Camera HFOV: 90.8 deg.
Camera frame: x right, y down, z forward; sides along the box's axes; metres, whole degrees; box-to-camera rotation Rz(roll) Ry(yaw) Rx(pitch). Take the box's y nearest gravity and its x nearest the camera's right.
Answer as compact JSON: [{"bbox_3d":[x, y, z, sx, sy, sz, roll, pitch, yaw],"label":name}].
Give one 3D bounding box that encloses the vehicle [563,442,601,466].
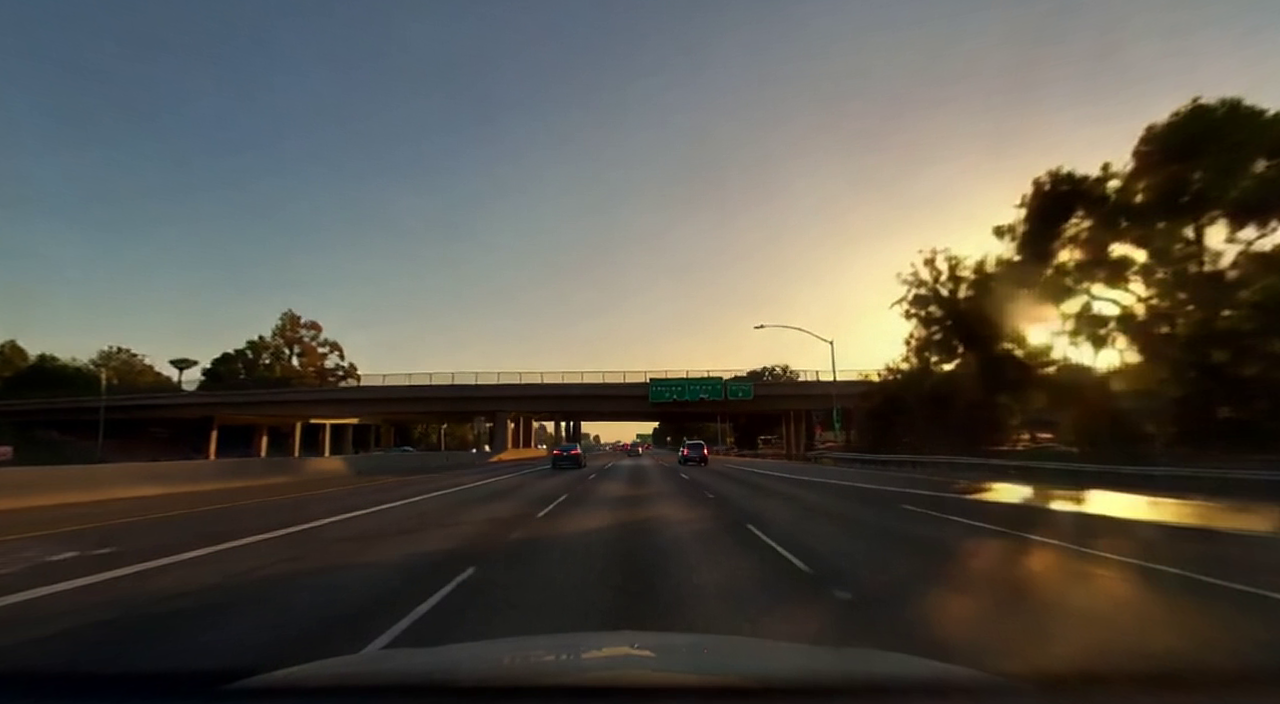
[{"bbox_3d":[-3.795,6.753,42.031,2.091,1.544,4.409,0,-8,0],"label":"vehicle"}]
